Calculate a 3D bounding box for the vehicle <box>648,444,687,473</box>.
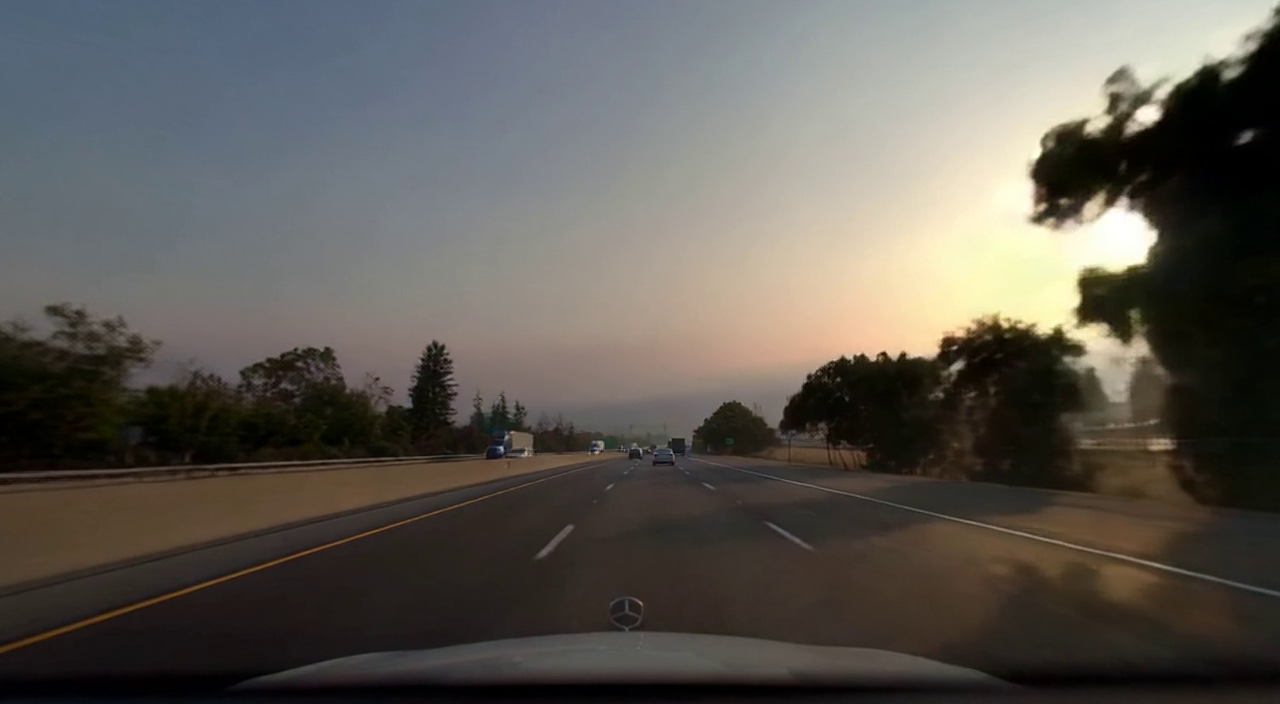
[{"bbox_3d":[1.638,6.583,39.028,2.231,1.652,4.503,0,-9,1],"label":"vehicle"}]
